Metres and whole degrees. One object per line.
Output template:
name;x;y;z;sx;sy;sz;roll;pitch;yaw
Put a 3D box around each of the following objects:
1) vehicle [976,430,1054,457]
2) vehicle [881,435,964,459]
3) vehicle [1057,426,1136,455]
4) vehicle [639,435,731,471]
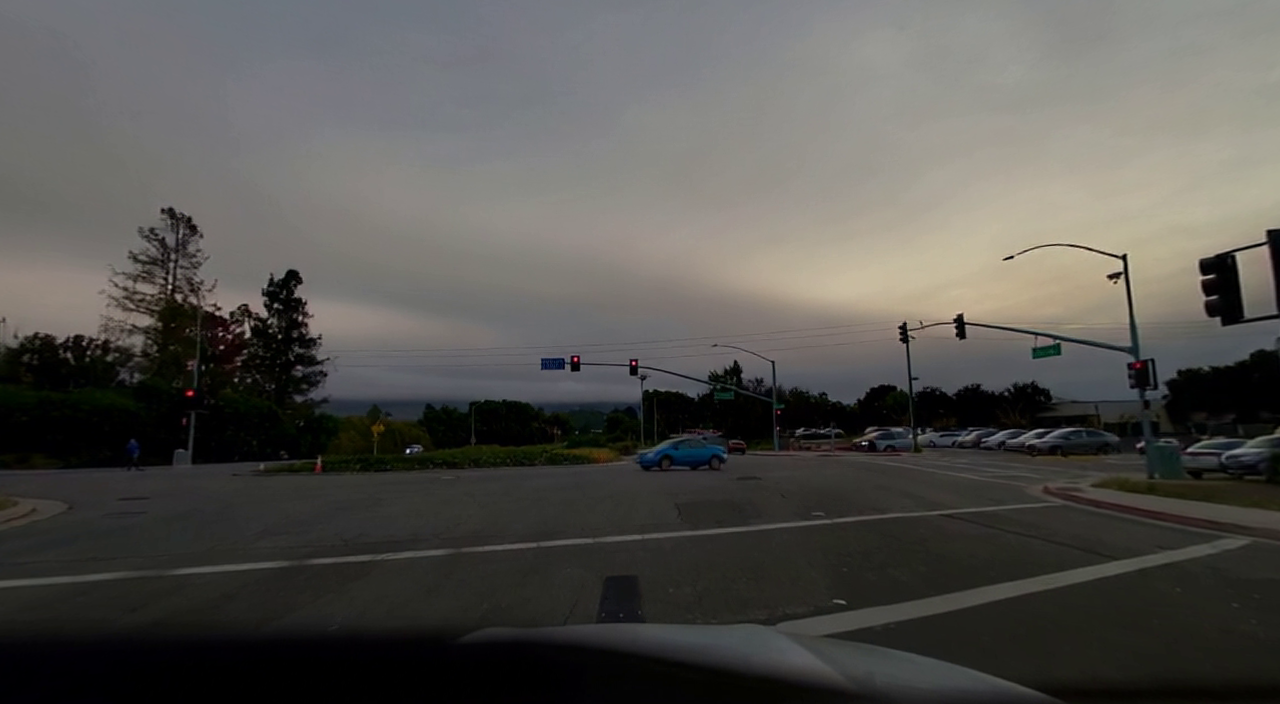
vehicle;26.942;6.581;45.428;5.032;1.828;2.183;4;-9;-24
vehicle;18.713;6.277;41.791;5.234;1.549;1.982;4;-9;-24
vehicle;36.084;7.025;49.905;6.148;2.119;2.473;4;-10;-28
vehicle;2.020;4.498;28.198;3.896;1.500;1.740;6;-11;-37
